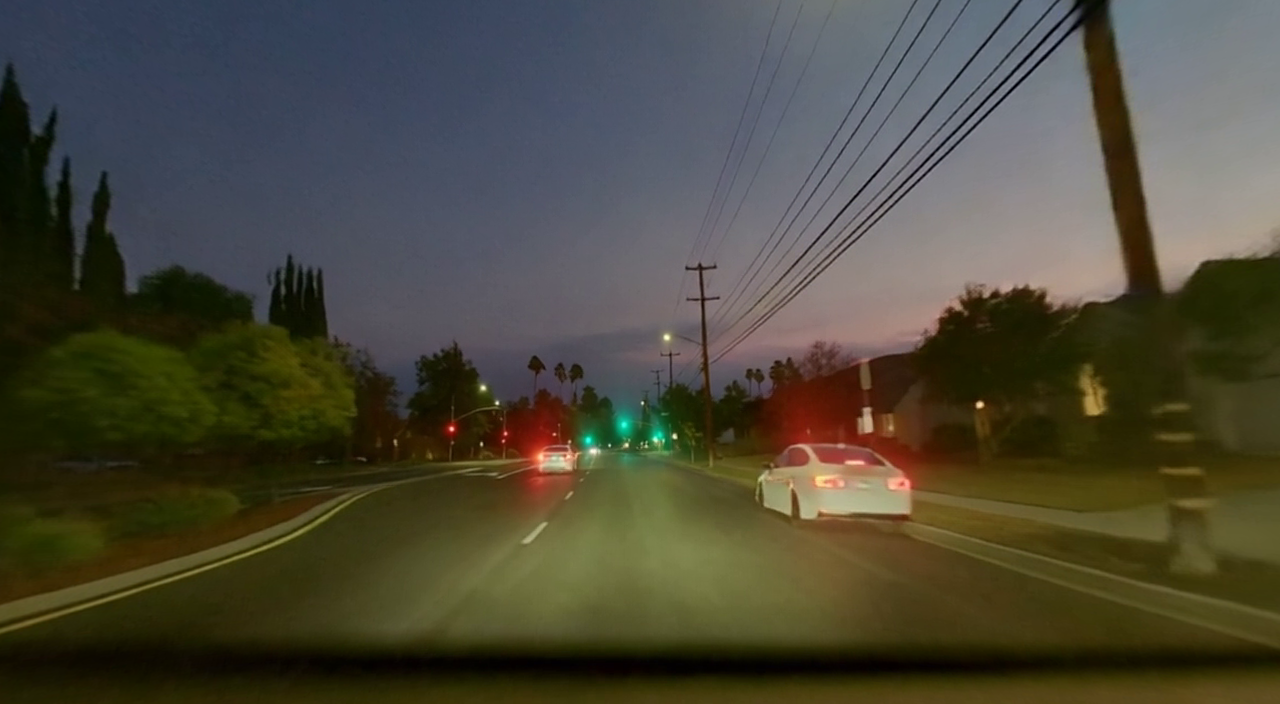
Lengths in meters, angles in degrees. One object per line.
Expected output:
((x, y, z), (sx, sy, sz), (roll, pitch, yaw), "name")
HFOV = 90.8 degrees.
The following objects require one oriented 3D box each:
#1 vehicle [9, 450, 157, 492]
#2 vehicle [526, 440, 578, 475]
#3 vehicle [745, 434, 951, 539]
((-25.910, 5.515, 29.576), (4.661, 1.800, 2.045), (1, -8, -12), "vehicle")
((-4.014, 4.878, 29.583), (2.041, 1.471, 4.602), (0, -8, -3), "vehicle")
((3.328, 2.240, 11.288), (2.074, 1.450, 4.621), (0, -8, 0), "vehicle")
